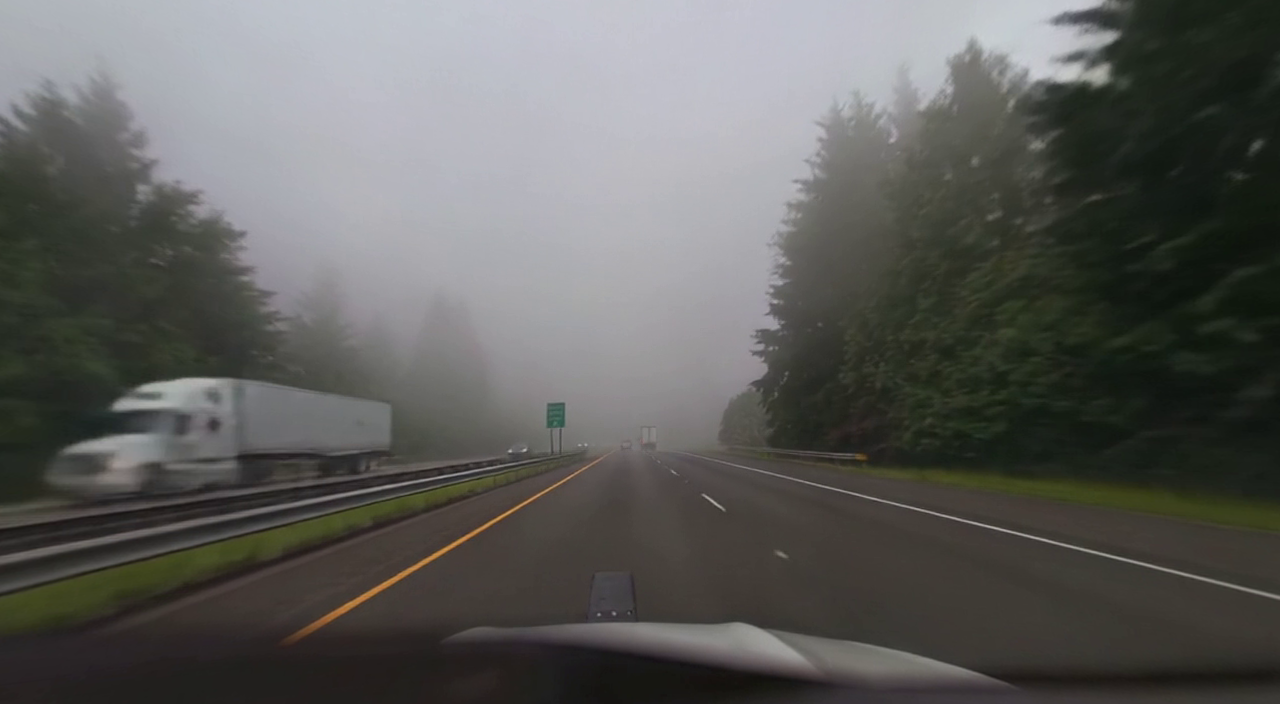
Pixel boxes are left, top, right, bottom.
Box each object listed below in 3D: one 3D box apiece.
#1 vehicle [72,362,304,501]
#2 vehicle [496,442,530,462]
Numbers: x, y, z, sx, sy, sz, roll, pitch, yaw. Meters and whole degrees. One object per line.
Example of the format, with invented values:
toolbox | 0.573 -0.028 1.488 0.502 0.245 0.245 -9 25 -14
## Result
vehicle | -13.970 2.578 20.249 3.005 3.778 5.807 0 -8 -1
vehicle | -9.890 7.804 49.255 1.812 1.460 4.228 0 -8 -1
